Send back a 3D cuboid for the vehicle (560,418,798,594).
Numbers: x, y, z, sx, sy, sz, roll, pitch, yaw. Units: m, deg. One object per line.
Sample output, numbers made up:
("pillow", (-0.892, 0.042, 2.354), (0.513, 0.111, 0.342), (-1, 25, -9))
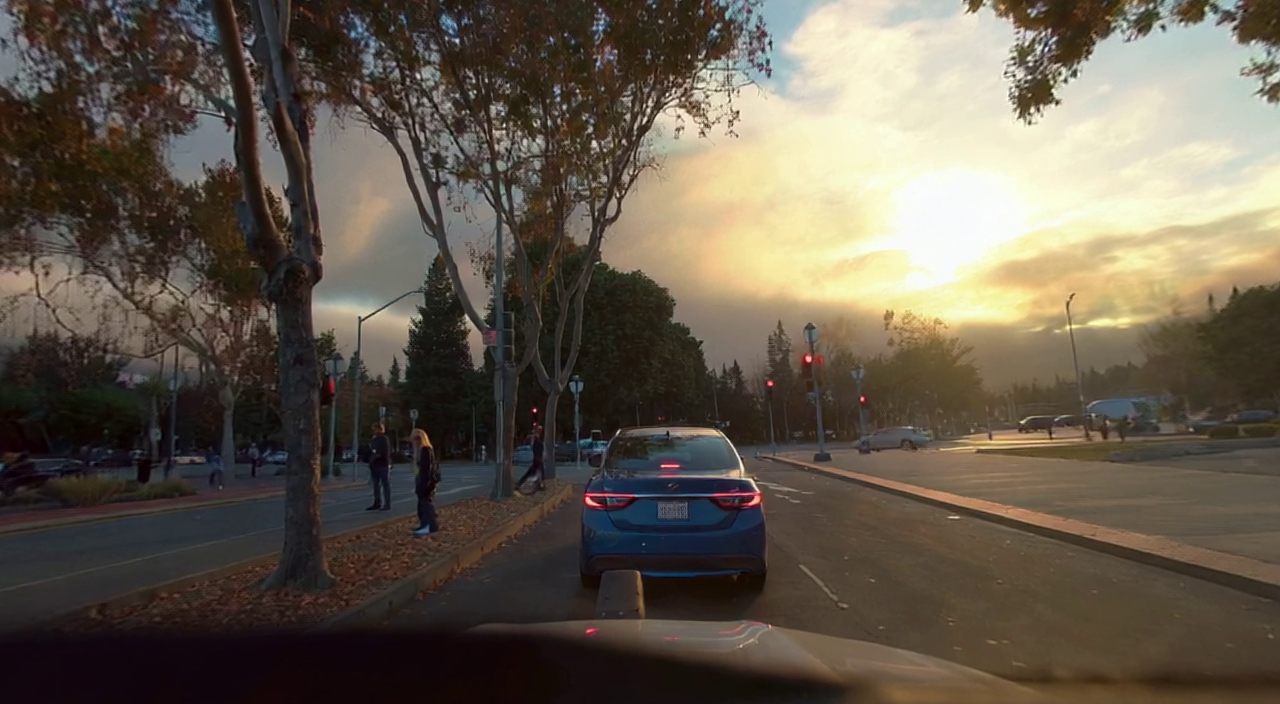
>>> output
("vehicle", (0.372, 1.613, 7.409), (2.035, 1.499, 3.799), (0, -8, 1))
